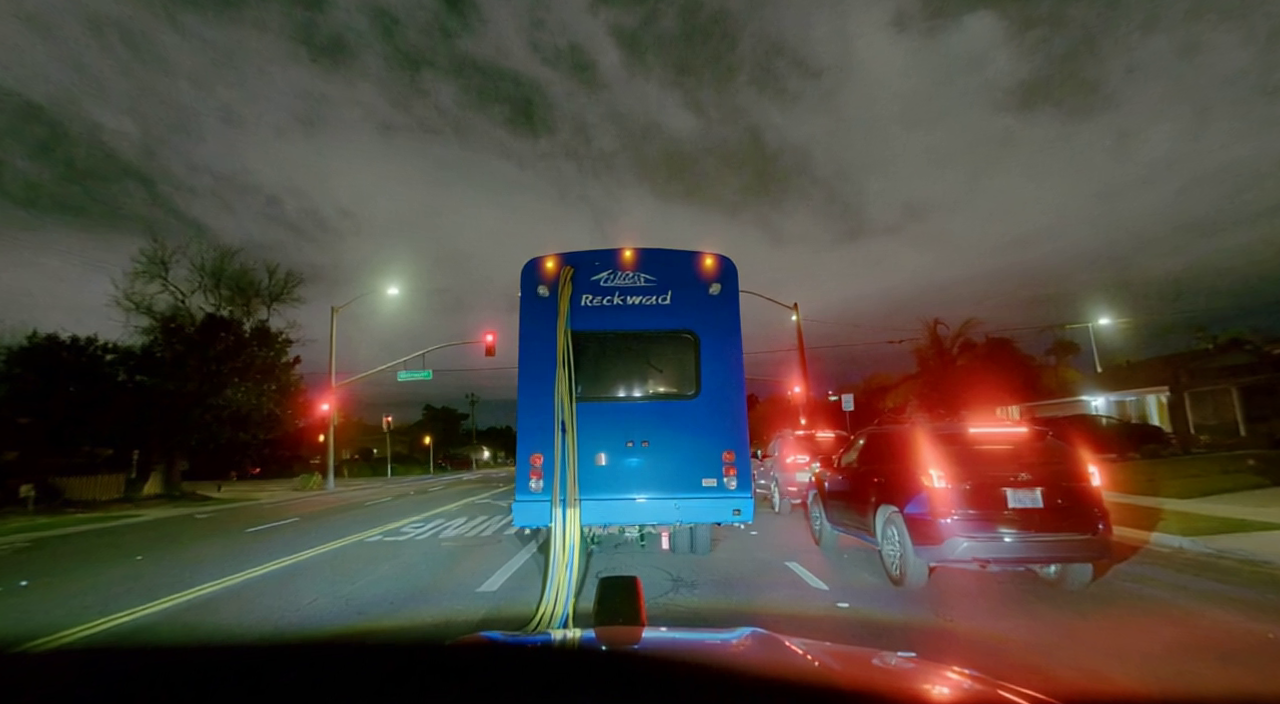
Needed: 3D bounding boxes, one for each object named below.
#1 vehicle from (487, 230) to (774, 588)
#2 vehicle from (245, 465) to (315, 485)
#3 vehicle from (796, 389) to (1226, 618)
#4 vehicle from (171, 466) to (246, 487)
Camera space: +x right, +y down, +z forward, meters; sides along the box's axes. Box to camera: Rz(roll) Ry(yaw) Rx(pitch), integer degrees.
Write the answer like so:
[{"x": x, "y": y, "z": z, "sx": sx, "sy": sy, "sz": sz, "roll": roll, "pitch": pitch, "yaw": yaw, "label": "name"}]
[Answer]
[{"x": -0.091, "y": 1.097, "z": 10.280, "sx": 2.709, "sy": 3.511, "sz": 8.213, "roll": 0, "pitch": -9, "yaw": 0, "label": "vehicle"}, {"x": -27.420, "y": 9.356, "z": 48.140, "sx": 4.187, "sy": 1.445, "sz": 1.809, "roll": 0, "pitch": -9, "yaw": 0, "label": "vehicle"}, {"x": 3.401, "y": 1.491, "z": 7.119, "sx": 2.104, "sy": 1.735, "sz": 4.408, "roll": 0, "pitch": -9, "yaw": 0, "label": "vehicle"}, {"x": -32.703, "y": 9.408, "z": 47.949, "sx": 4.311, "sy": 1.458, "sz": 1.707, "roll": 0, "pitch": -9, "yaw": -3, "label": "vehicle"}]
